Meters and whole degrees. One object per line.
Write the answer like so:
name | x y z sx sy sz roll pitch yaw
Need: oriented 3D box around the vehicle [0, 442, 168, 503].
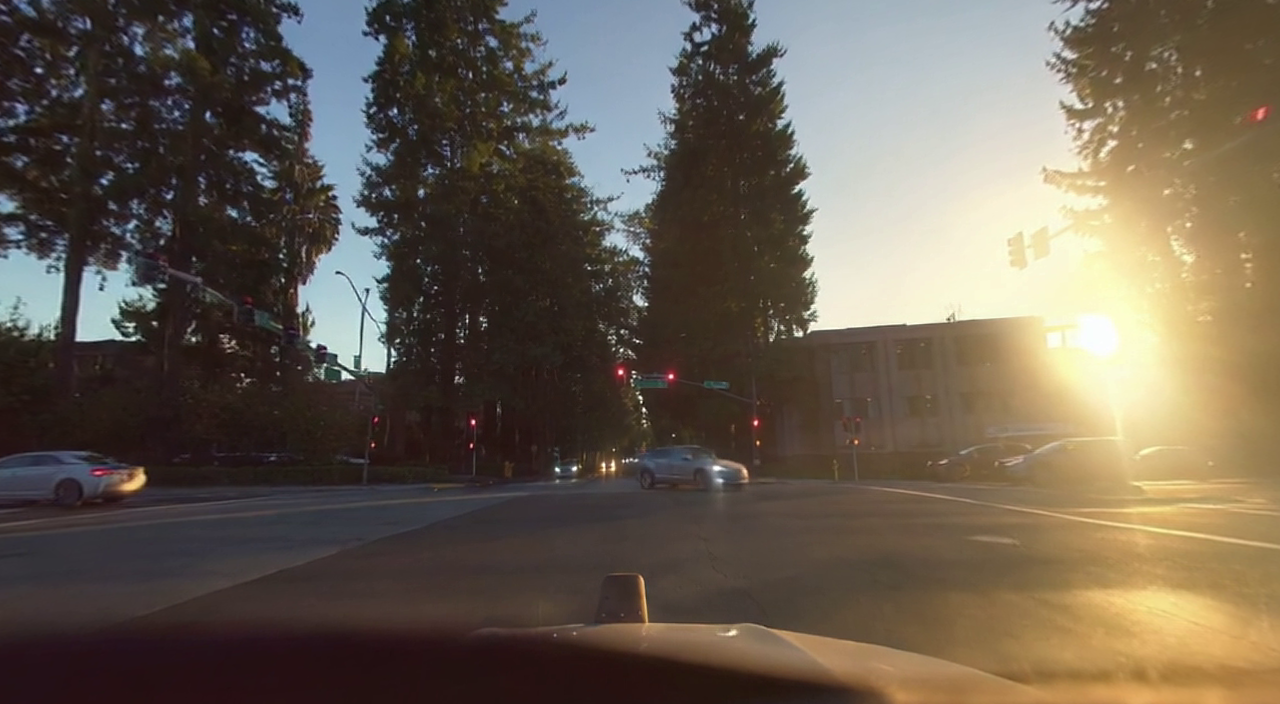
vehicle | -18.481 3.833 20.111 4.798 1.763 2.536 -1 -10 0

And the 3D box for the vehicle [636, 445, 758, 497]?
vehicle | 2.016 4.421 24.010 2.162 1.740 4.728 5 -10 -32

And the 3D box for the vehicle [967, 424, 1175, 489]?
vehicle | 16.740 4.089 24.890 6.109 2.348 2.683 0 -9 1
